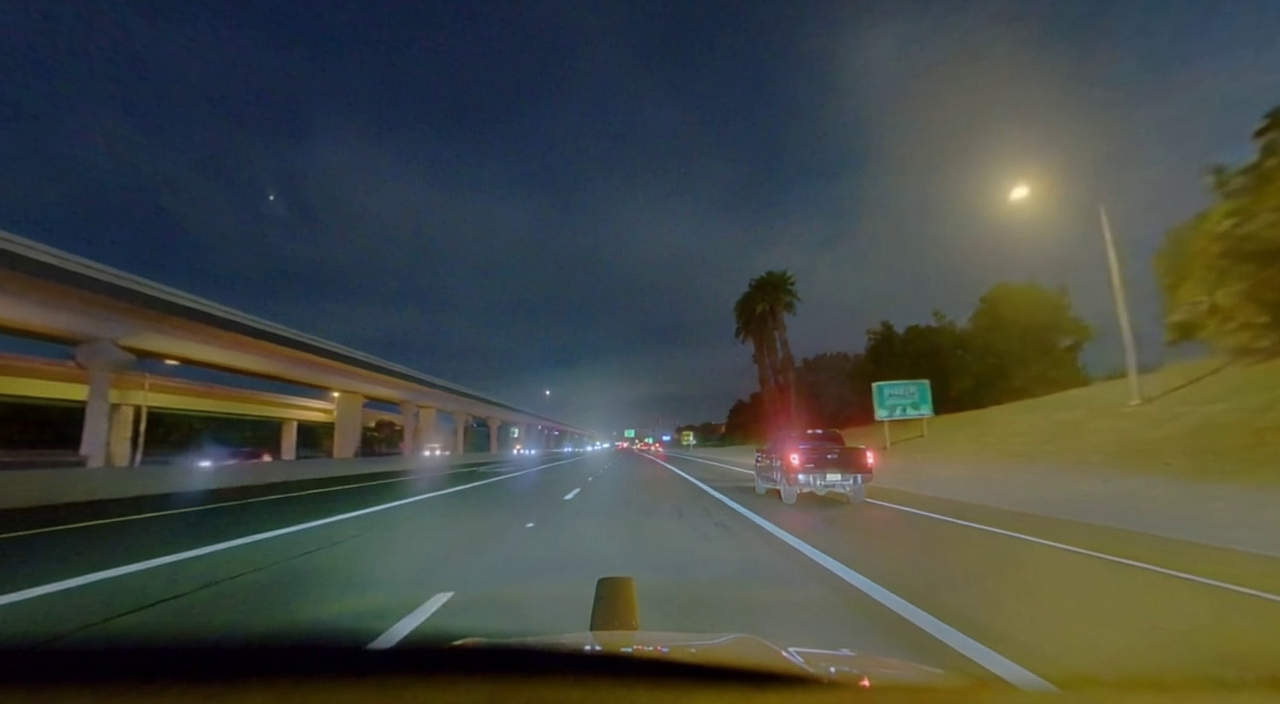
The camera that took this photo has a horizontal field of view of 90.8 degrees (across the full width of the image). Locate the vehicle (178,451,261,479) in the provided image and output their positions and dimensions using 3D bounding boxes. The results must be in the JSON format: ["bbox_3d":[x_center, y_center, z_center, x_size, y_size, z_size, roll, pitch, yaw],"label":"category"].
[{"bbox_3d":[-24.965,6.683,37.720,1.816,1.479,4.629,0,-8,0],"label":"vehicle"}]
